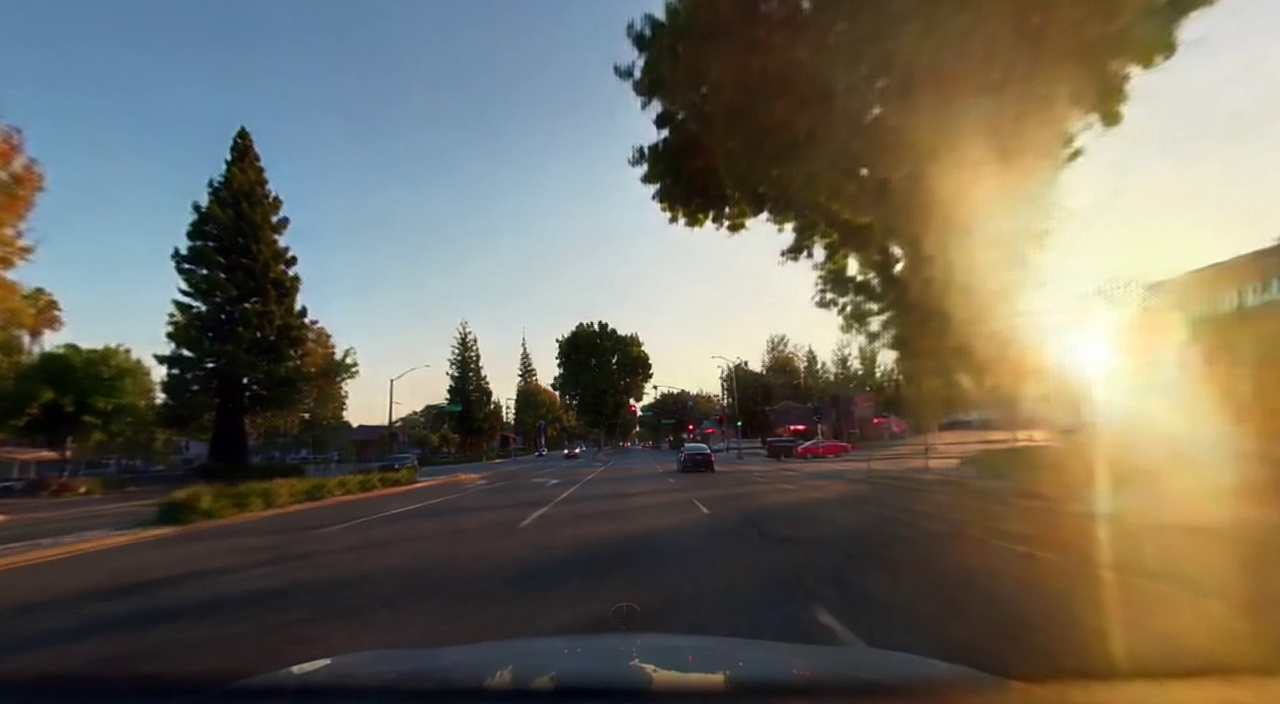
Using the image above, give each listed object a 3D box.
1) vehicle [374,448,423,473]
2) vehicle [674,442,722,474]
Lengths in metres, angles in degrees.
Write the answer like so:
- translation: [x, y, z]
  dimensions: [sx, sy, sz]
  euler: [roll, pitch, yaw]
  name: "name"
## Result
- translation: [-18.918, 8.478, 49.665]
  dimensions: [2.026, 1.885, 4.539]
  euler: [0, -8, 0]
  name: "vehicle"
- translation: [2.994, 5.558, 33.463]
  dimensions: [1.961, 1.580, 4.020]
  euler: [0, -8, -2]
  name: "vehicle"
